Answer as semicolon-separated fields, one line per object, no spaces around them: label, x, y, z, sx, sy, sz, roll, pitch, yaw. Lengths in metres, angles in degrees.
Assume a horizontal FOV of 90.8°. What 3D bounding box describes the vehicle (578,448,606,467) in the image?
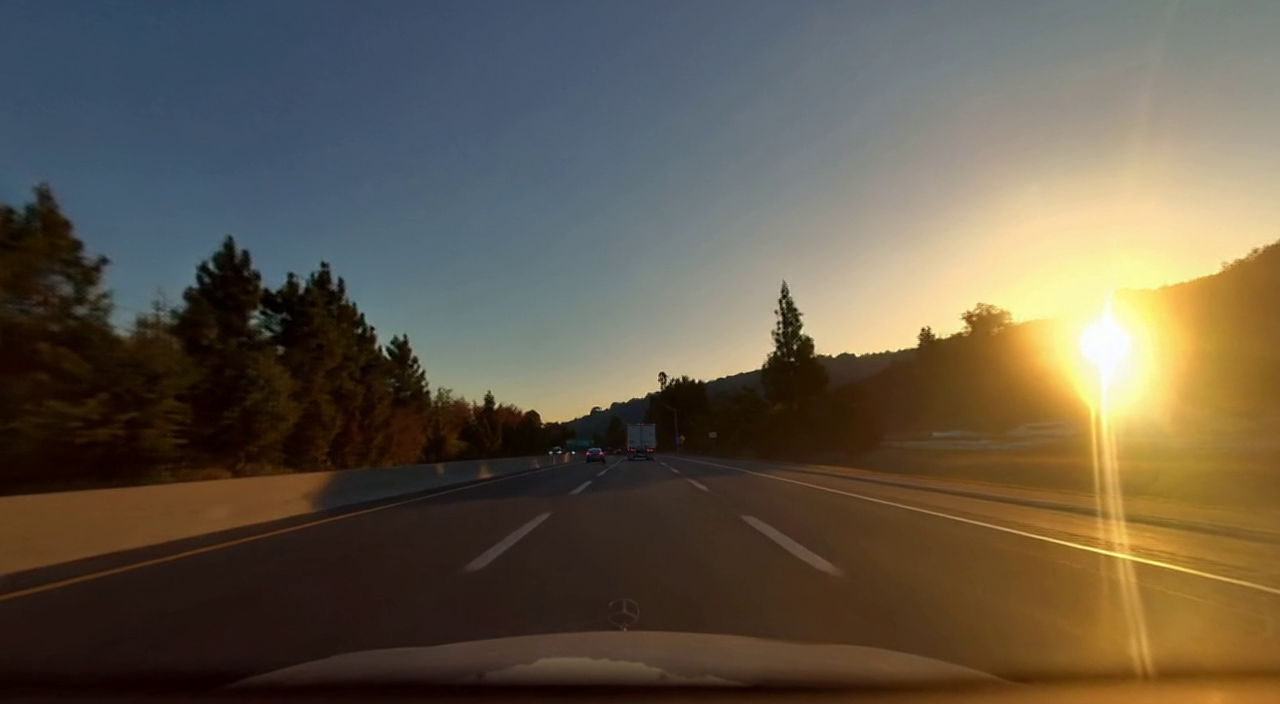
vehicle;-3.666;8.169;49.035;1.955;1.438;4.100;0;-9;-1
